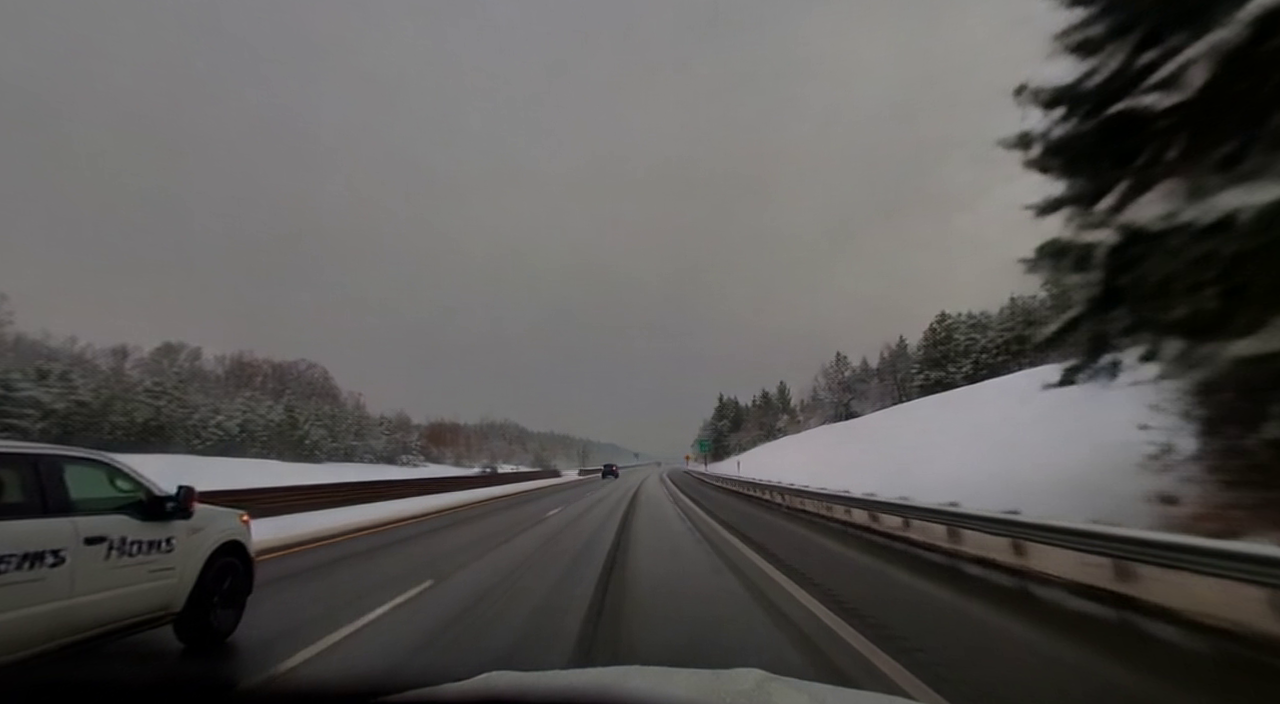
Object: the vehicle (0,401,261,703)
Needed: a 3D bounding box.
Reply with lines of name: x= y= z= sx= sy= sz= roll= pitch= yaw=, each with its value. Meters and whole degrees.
vehicle: x=-3.998 y=0.861 z=2.253 sx=2.135 sy=1.506 sz=5.041 roll=1 pitch=-10 yaw=0
